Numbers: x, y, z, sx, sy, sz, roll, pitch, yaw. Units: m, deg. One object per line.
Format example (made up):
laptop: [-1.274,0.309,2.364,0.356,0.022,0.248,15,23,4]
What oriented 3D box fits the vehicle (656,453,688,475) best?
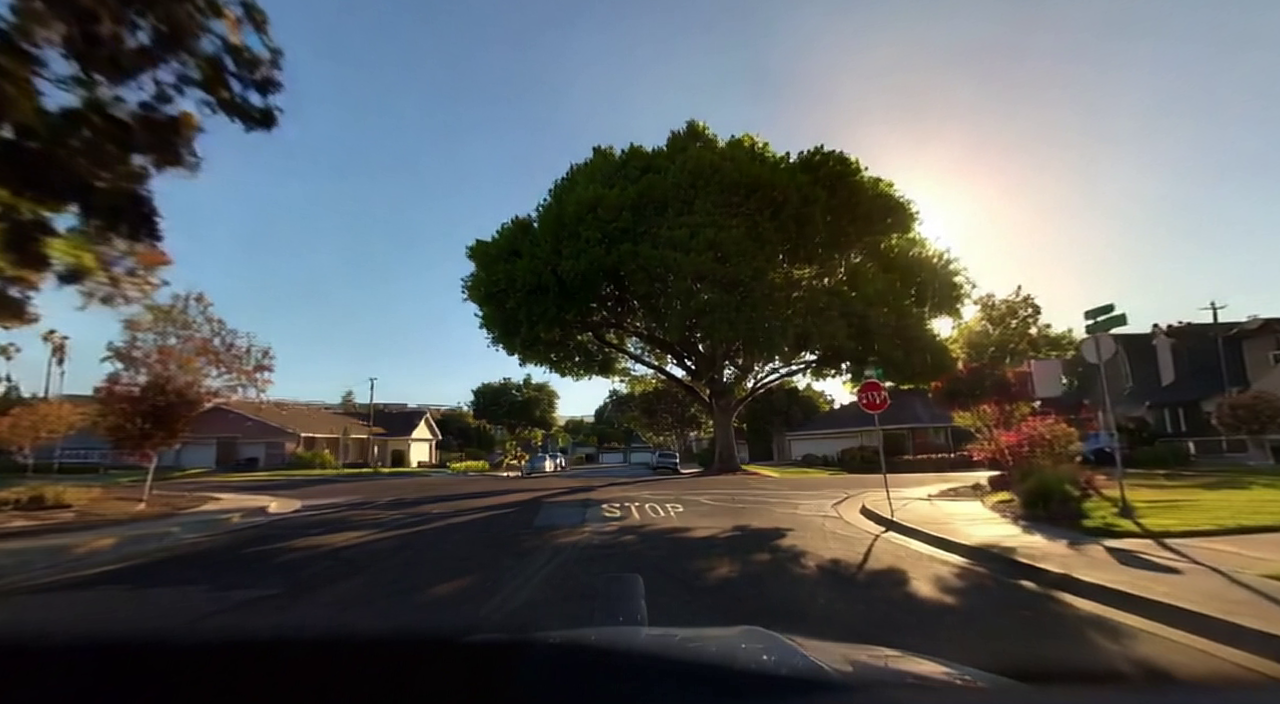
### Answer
vehicle: [2.254,7.974,45.301,2.046,1.465,3.940,0,-9,-1]
